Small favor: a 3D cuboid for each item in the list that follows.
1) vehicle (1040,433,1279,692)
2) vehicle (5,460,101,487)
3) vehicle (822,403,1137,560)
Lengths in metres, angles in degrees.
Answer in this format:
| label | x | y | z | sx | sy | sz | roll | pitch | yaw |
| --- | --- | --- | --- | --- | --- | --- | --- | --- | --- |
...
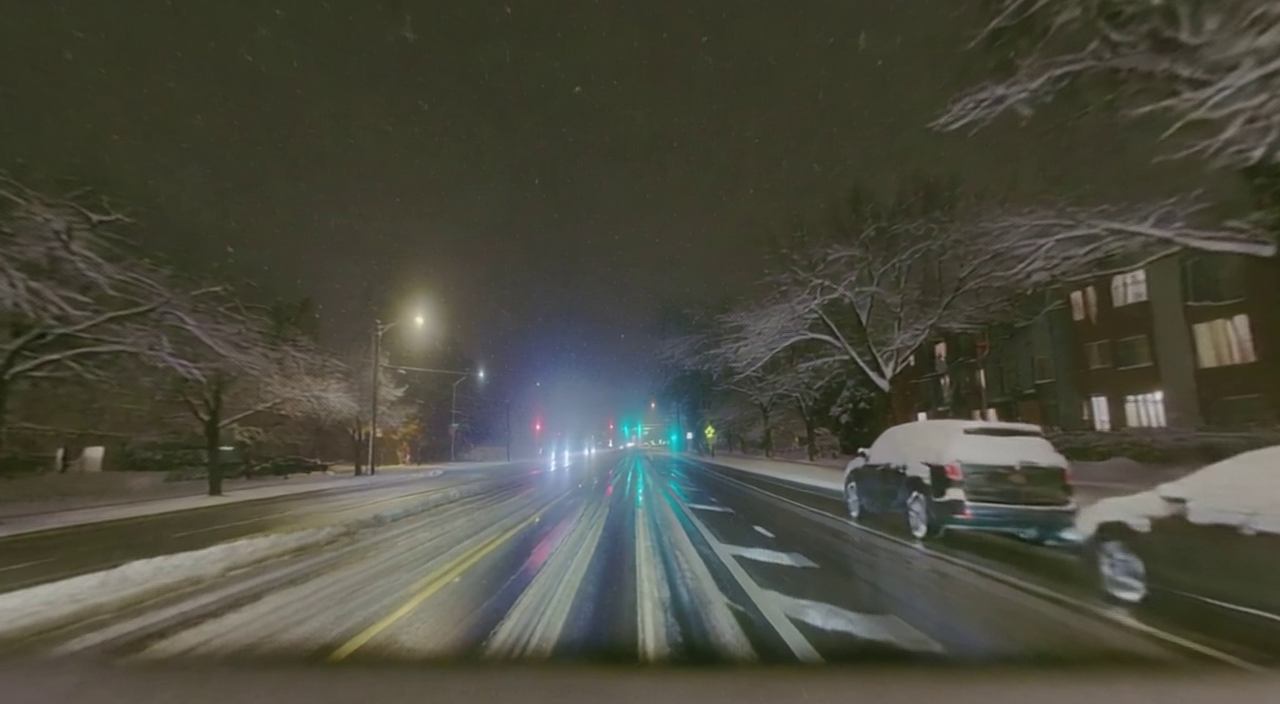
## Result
| label | x | y | z | sx | sy | sz | roll | pitch | yaw |
| --- | --- | --- | --- | --- | --- | --- | --- | --- | --- |
| vehicle | 4.559 | 1.169 | 3.454 | 1.935 | 1.433 | 4.241 | 0 | -8 | 0 |
| vehicle | -35.664 | 7.348 | 38.518 | 3.854 | 1.476 | 1.842 | 5 | -10 | -31 |
| vehicle | 4.768 | 1.907 | 10.107 | 2.115 | 1.843 | 5.141 | 0 | -8 | -1 |
